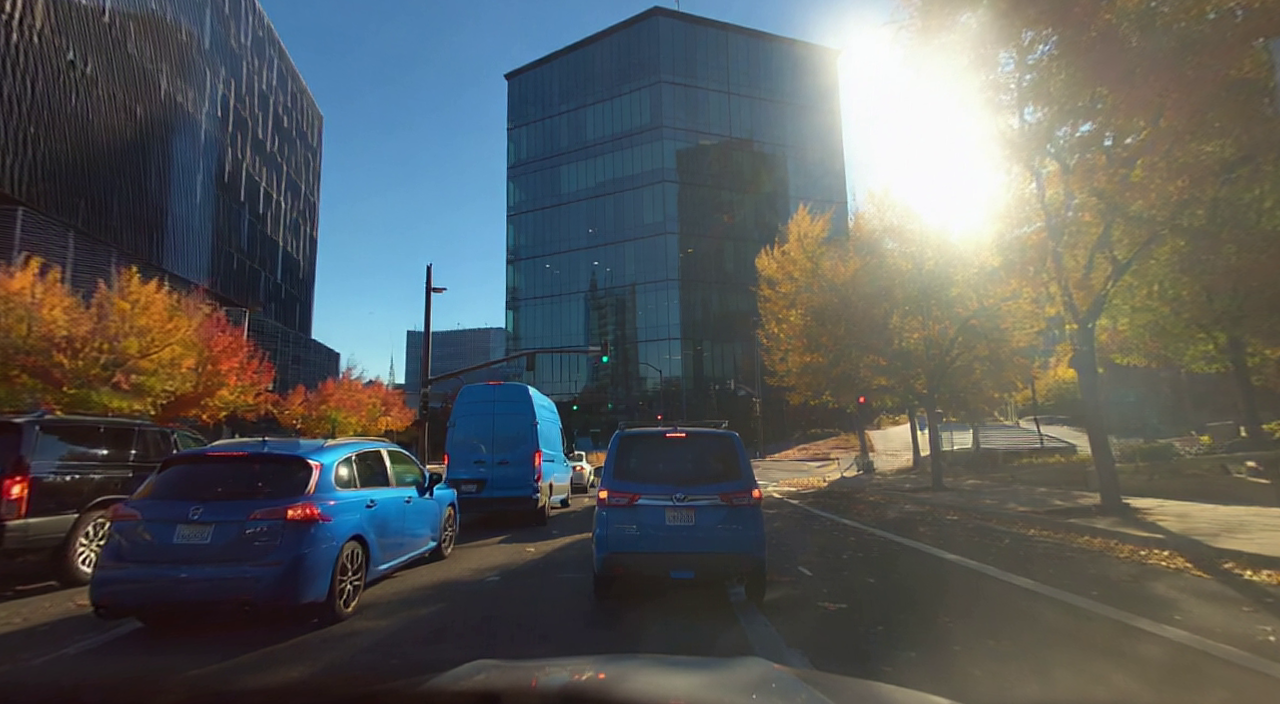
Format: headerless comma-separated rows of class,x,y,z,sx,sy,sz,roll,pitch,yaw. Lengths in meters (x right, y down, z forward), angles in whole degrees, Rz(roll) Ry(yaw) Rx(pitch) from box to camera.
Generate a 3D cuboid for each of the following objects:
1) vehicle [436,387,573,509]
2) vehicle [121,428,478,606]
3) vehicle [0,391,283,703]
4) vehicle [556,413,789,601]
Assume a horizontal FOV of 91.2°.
vehicle,-3.262,2.537,16.593,2.343,2.635,5.684,0,-9,0
vehicle,-3.488,1.756,7.572,1.955,1.499,4.223,0,-9,0
vehicle,-2.907,0.815,1.513,1.893,1.491,3.798,0,-9,-1
vehicle,0.192,1.599,7.212,1.979,1.562,3.630,0,-9,-3
